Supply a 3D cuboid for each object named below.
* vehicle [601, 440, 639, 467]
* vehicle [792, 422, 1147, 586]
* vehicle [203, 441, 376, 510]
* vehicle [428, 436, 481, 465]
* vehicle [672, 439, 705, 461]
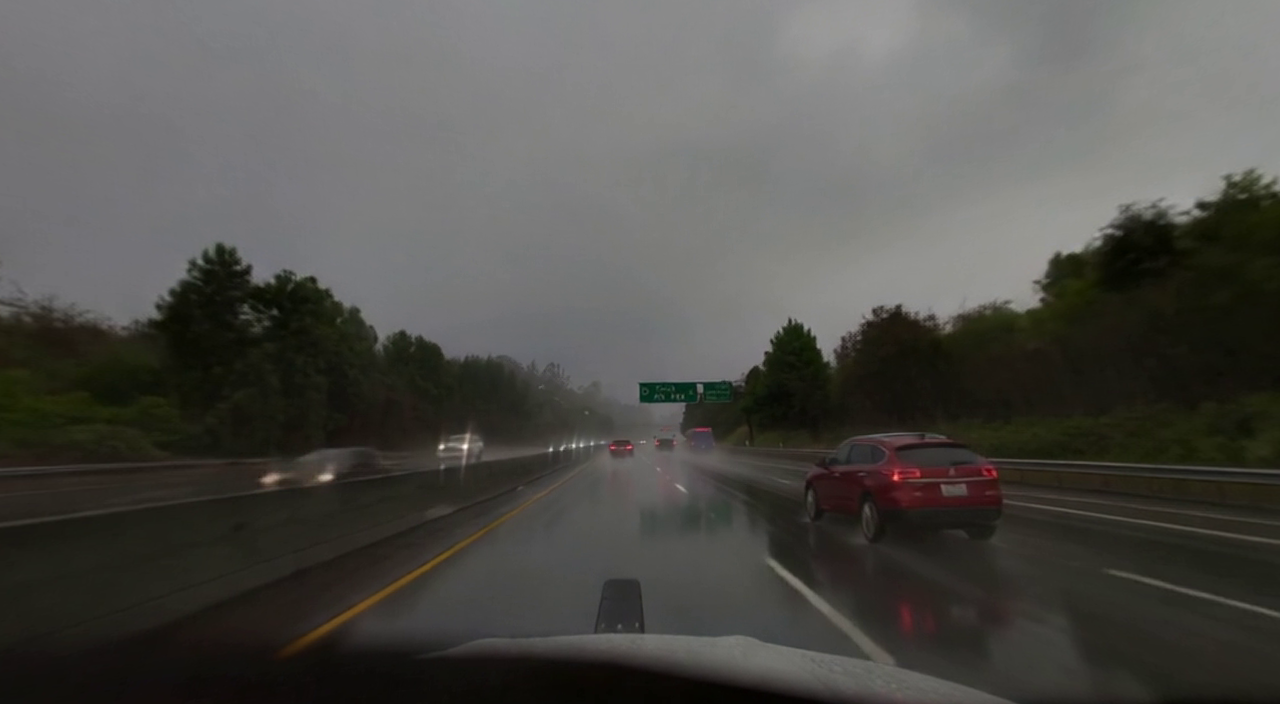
[{"bbox_3d":[-1.139,5.813,36.435,2.055,1.466,4.317,0,-8,-2],"label":"vehicle"},{"bbox_3d":[3.641,1.729,8.260,1.961,1.495,4.743,0,-8,-2],"label":"vehicle"},{"bbox_3d":[-8.869,3.107,16.525,2.017,1.504,4.505,0,-8,-1],"label":"vehicle"},{"bbox_3d":[-12.854,6.800,43.945,2.210,1.908,5.012,0,-8,-1],"label":"vehicle"},{"bbox_3d":[3.525,7.186,46.411,1.995,1.556,3.893,0,-8,-2],"label":"vehicle"}]
